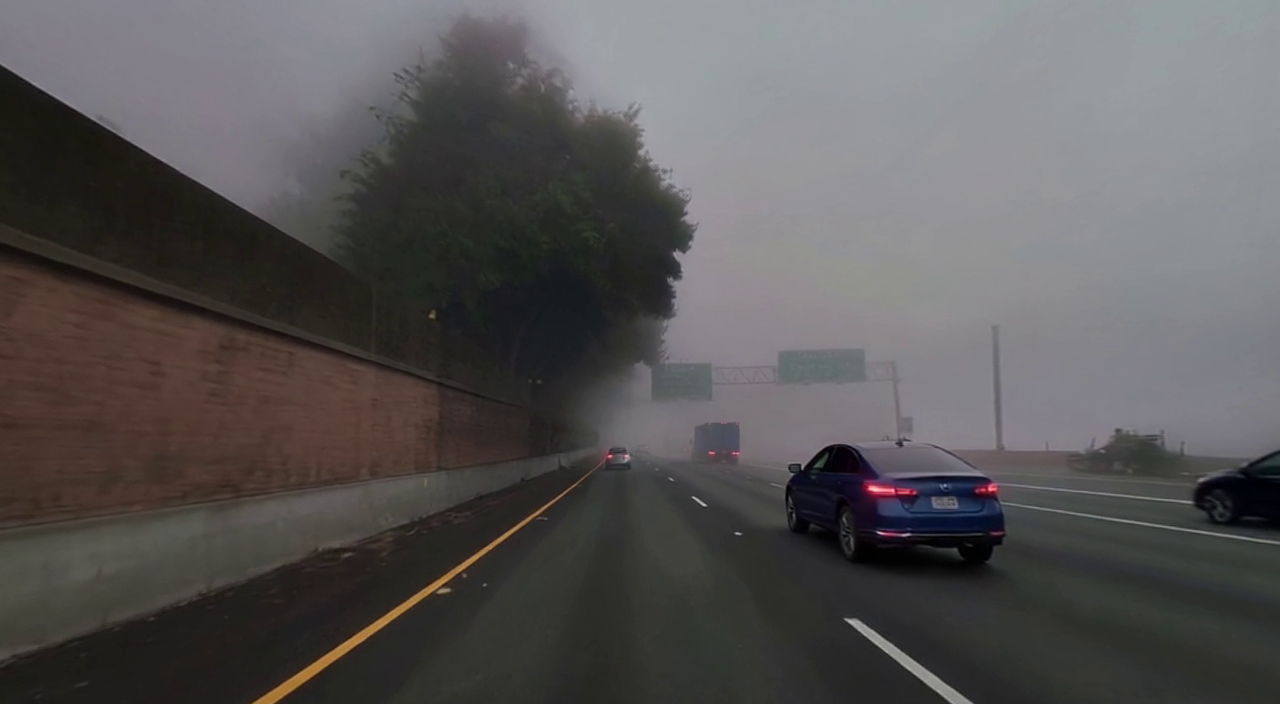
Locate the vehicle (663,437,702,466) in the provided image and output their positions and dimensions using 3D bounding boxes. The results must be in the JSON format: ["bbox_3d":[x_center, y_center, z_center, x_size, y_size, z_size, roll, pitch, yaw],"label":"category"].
[{"bbox_3d":[2.908,6.966,44.306,2.114,1.849,4.692,0,-9,-3],"label":"vehicle"}]

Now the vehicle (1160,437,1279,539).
[{"bbox_3d":[10.261,1.922,8.836,1.980,1.473,4.618,0,-9,-1],"label":"vehicle"}]

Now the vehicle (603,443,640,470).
[{"bbox_3d":[-1.140,6.188,37.608,2.083,1.477,3.965,0,-9,-3],"label":"vehicle"}]

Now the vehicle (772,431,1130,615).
[{"bbox_3d":[2.966,1.696,7.258,1.922,1.465,4.165,0,-9,-1],"label":"vehicle"}]
